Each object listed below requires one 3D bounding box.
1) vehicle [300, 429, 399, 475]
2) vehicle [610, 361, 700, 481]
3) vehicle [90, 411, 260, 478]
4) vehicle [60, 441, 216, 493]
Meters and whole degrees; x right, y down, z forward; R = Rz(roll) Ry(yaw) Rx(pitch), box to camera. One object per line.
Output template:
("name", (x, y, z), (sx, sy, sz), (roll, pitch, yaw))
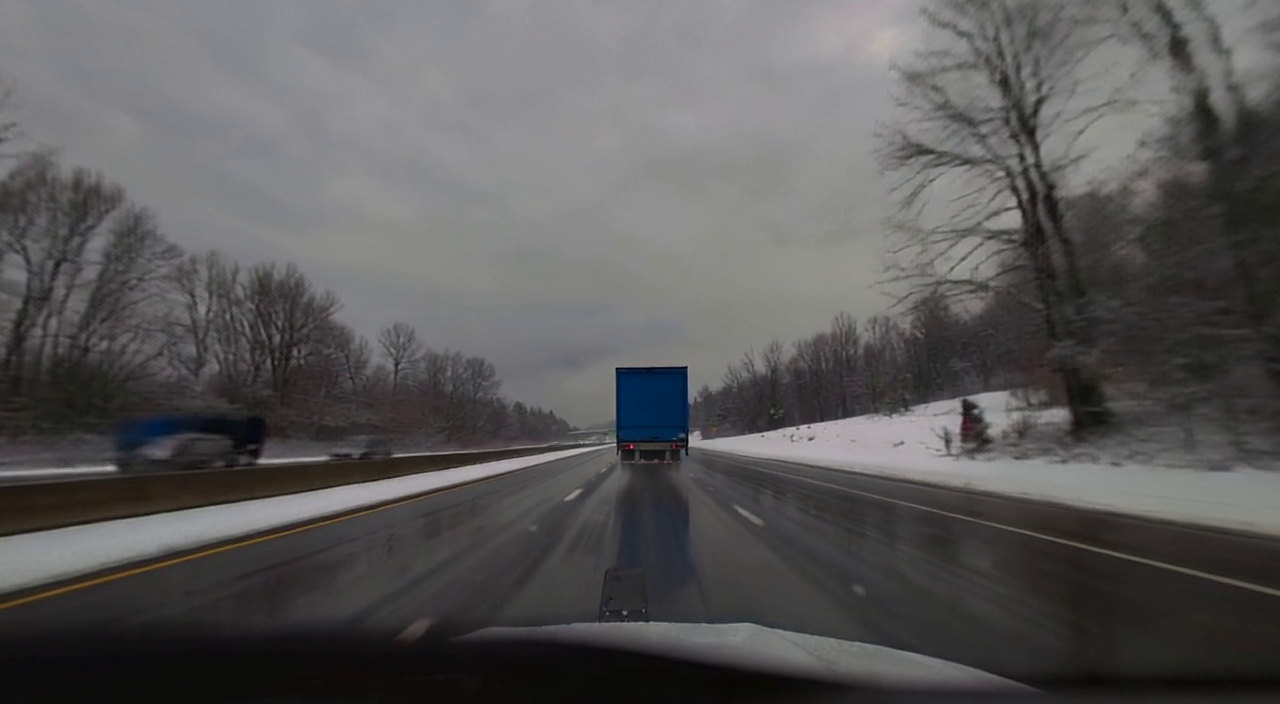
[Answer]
("vehicle", (-13.194, 4.566, 28.939), (2.100, 1.906, 4.988), (0, -8, 1))
("vehicle", (0.532, 3.073, 26.458), (3.010, 4.039, 10.481), (0, -8, 0))
("vehicle", (-21.170, 4.297, 29.233), (2.361, 2.709, 7.148), (0, -8, 1))
("vehicle", (-17.083, 3.889, 21.699), (1.847, 1.585, 4.252), (0, -8, 0))
